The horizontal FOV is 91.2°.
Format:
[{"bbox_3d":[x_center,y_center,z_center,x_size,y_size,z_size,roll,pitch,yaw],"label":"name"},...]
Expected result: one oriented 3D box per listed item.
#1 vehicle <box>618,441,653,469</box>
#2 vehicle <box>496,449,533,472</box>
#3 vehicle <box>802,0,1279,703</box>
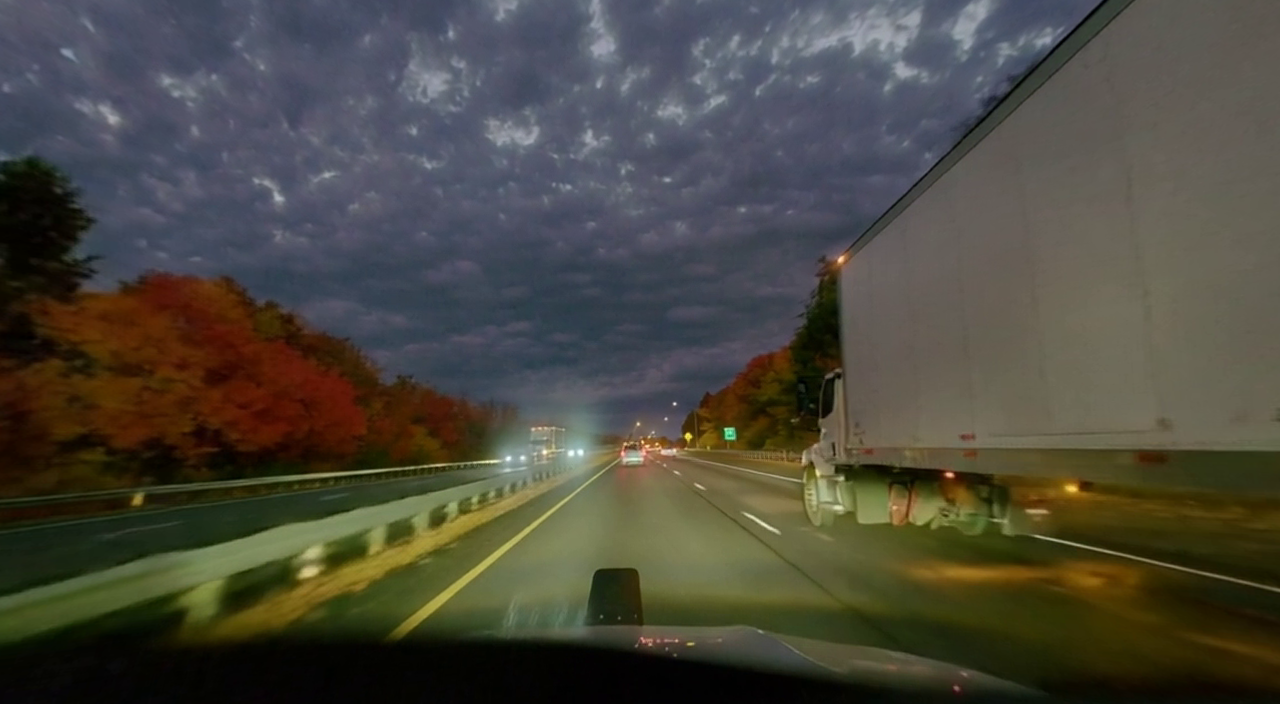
[{"bbox_3d":[-0.351,6.738,41.284,2.151,1.693,4.201,0,-9,-2],"label":"vehicle"},{"bbox_3d":[-9.172,7.945,46.095,1.941,1.521,4.082,0,-9,0],"label":"vehicle"},{"bbox_3d":[4.297,-0.256,3.237,3.068,4.042,13.787,0,-9,-1],"label":"vehicle"}]
